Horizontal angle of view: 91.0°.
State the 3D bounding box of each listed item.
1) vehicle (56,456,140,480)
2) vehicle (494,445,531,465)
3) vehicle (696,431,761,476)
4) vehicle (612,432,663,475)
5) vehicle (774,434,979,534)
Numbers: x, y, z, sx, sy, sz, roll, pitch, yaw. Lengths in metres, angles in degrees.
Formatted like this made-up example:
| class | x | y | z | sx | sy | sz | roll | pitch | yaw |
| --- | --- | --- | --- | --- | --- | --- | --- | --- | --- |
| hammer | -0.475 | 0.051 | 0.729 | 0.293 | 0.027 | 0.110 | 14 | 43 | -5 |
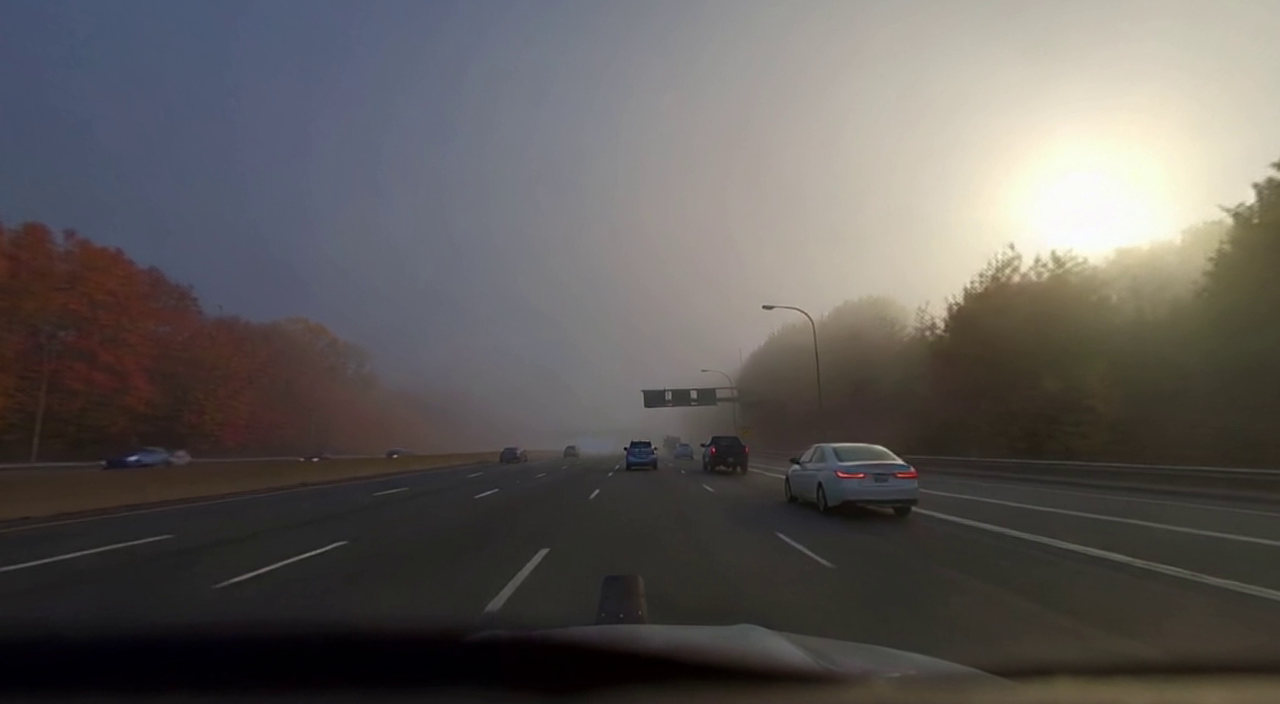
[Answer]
| class | x | y | z | sx | sy | sz | roll | pitch | yaw |
| --- | --- | --- | --- | --- | --- | --- | --- | --- | --- |
| vehicle | -39.099 | 8.347 | 45.583 | 2.022 | 1.549 | 4.601 | 0 | -9 | 0 |
| vehicle | -9.960 | 8.077 | 49.475 | 1.989 | 1.529 | 4.433 | 0 | -9 | 1 |
| vehicle | 4.268 | 5.018 | 31.413 | 2.388 | 1.998 | 5.749 | 0 | -9 | 0 |
| vehicle | -0.095 | 5.068 | 31.565 | 2.372 | 1.957 | 5.121 | 0 | -9 | 0 |
| vehicle | 4.156 | 2.393 | 12.114 | 2.057 | 1.508 | 4.767 | 0 | -9 | 0 |
